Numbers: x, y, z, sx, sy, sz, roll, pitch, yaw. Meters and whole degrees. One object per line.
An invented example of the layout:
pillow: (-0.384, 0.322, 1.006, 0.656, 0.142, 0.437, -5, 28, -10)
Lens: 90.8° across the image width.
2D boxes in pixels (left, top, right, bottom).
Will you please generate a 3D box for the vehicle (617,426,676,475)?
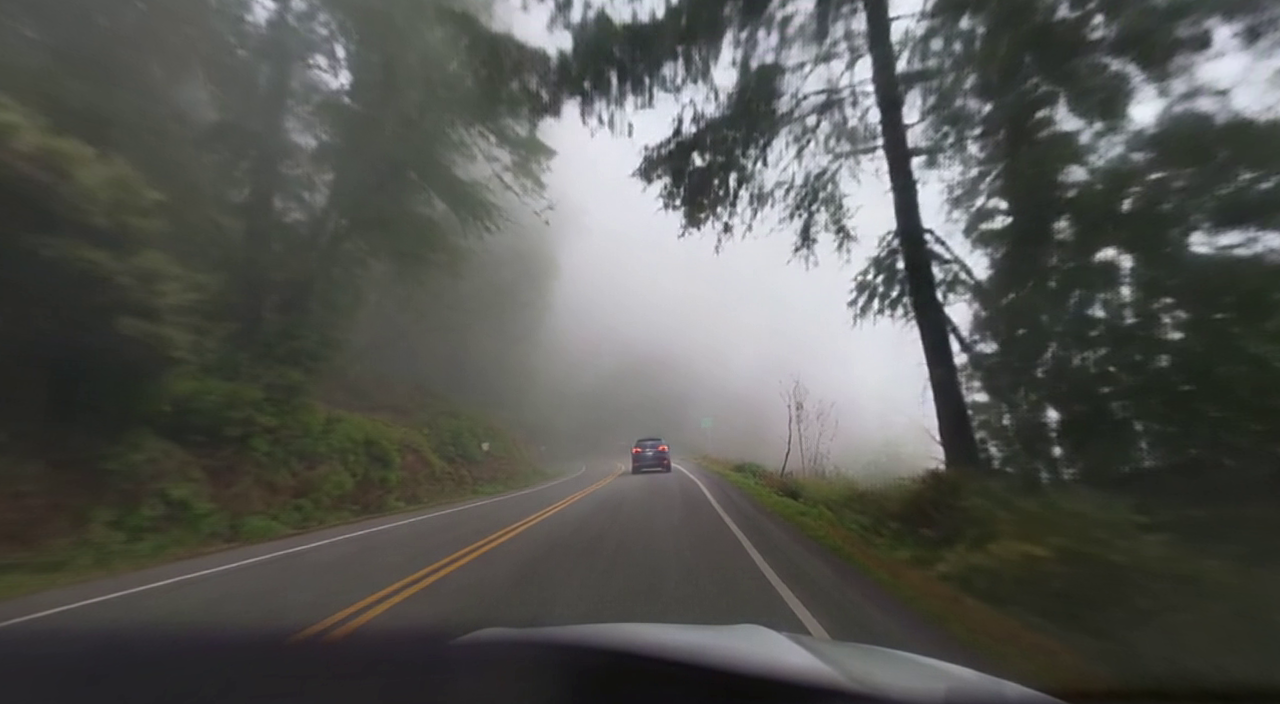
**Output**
vehicle: (0.291, 4.824, 31.088, 2.469, 1.953, 5.605, -6, -9, 0)
